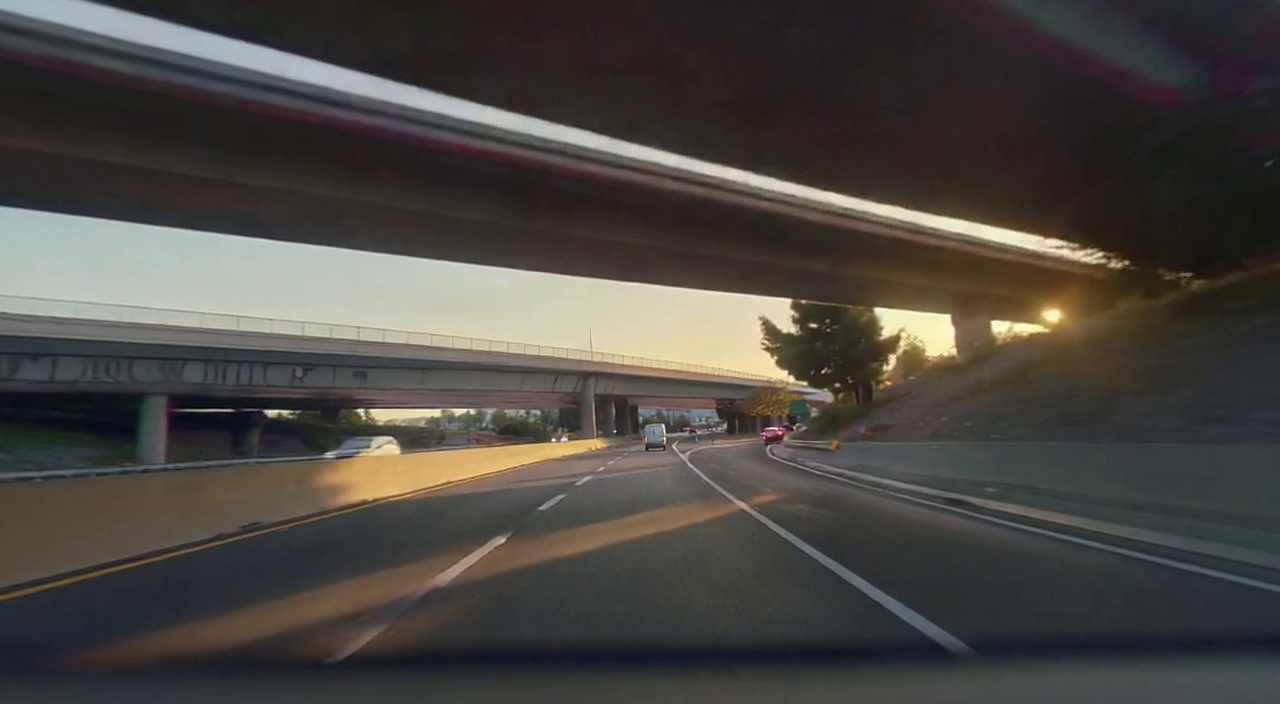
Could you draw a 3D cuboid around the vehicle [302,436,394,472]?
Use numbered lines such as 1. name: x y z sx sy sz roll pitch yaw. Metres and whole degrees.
1. vehicle: -12.823 4.474 27.942 1.910 1.479 4.408 0 -8 0
